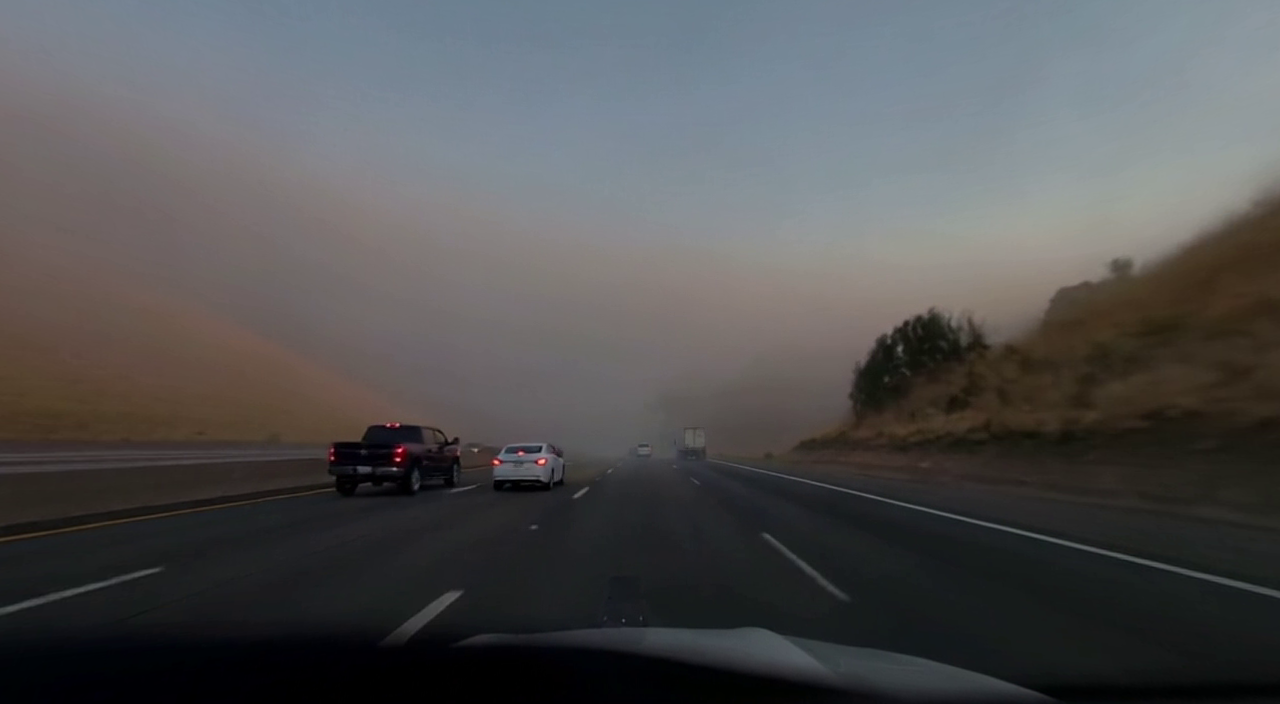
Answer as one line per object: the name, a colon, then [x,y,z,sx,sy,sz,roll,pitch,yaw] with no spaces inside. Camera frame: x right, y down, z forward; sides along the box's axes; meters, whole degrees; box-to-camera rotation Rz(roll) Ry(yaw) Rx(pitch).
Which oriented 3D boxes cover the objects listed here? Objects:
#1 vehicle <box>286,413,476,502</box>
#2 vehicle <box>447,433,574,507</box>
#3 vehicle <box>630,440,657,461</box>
vehicle: [-6.879,2.920,17.918,2.589,2.063,6.206,0,-8,2]
vehicle: [-2.984,2.832,15.659,2.091,1.552,4.516,0,-8,2]
vehicle: [0.276,7.807,49.870,2.031,1.566,3.904,0,-8,0]
